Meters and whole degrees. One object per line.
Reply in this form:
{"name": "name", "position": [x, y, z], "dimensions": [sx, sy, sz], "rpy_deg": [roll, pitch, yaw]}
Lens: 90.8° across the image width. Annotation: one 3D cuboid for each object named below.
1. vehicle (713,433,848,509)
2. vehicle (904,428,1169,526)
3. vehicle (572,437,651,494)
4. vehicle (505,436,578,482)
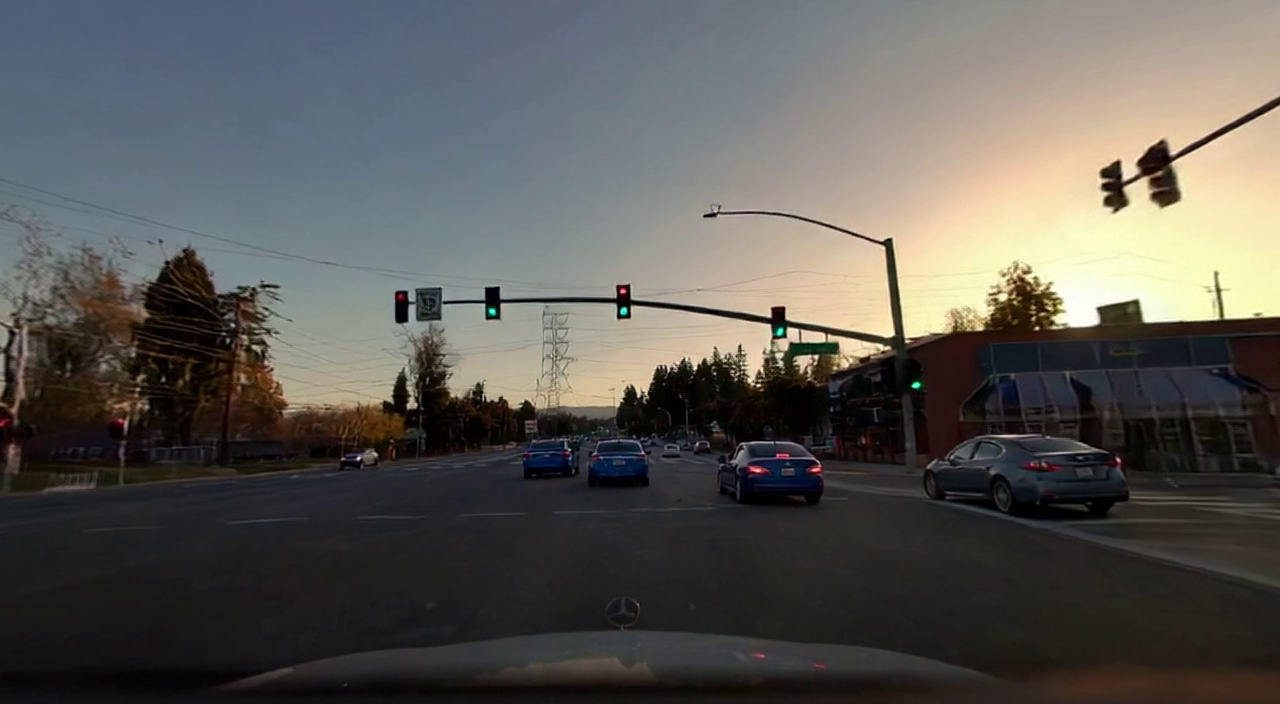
{"name": "vehicle", "position": [3.075, 2.715, 14.932], "dimensions": [2.053, 1.490, 4.464], "rpy_deg": [0, -8, -1]}
{"name": "vehicle", "position": [6.923, 2.211, 11.785], "dimensions": [2.004, 1.455, 4.417], "rpy_deg": [0, -8, -1]}
{"name": "vehicle", "position": [-0.793, 3.309, 18.784], "dimensions": [2.065, 1.464, 4.216], "rpy_deg": [0, -8, -1]}
{"name": "vehicle", "position": [-3.672, 4.066, 24.314], "dimensions": [2.073, 1.606, 4.364], "rpy_deg": [0, -8, 0]}
